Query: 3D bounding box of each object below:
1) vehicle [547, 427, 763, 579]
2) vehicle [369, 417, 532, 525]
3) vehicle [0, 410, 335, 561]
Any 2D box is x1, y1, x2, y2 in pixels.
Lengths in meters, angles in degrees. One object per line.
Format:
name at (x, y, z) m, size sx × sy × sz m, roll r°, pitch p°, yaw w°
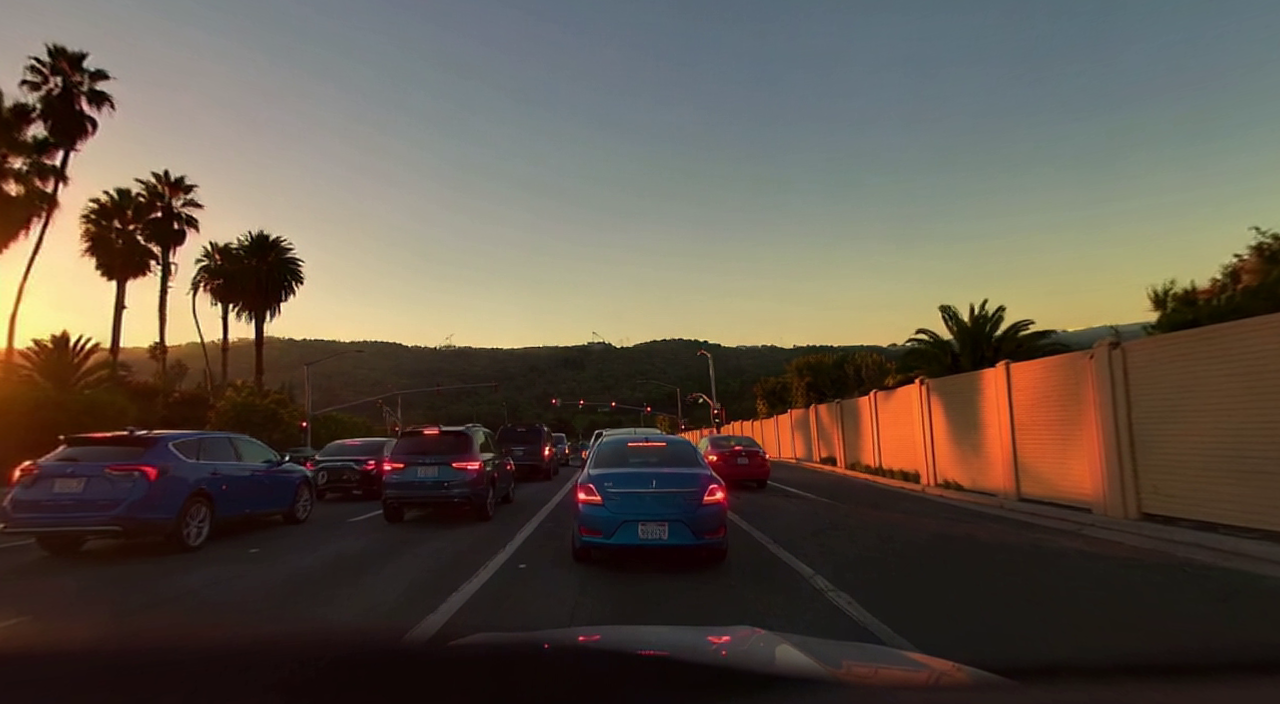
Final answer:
vehicle at (0.070, 1.803, 8.415) m, size 2.128 × 1.473 × 4.272 m, roll 0°, pitch -8°, yaw -2°
vehicle at (-3.450, 2.250, 12.443) m, size 2.007 × 1.746 × 4.136 m, roll 0°, pitch -8°, yaw -2°
vehicle at (-6.691, 1.873, 9.584) m, size 1.963 × 1.721 × 4.467 m, roll 0°, pitch -8°, yaw -2°
